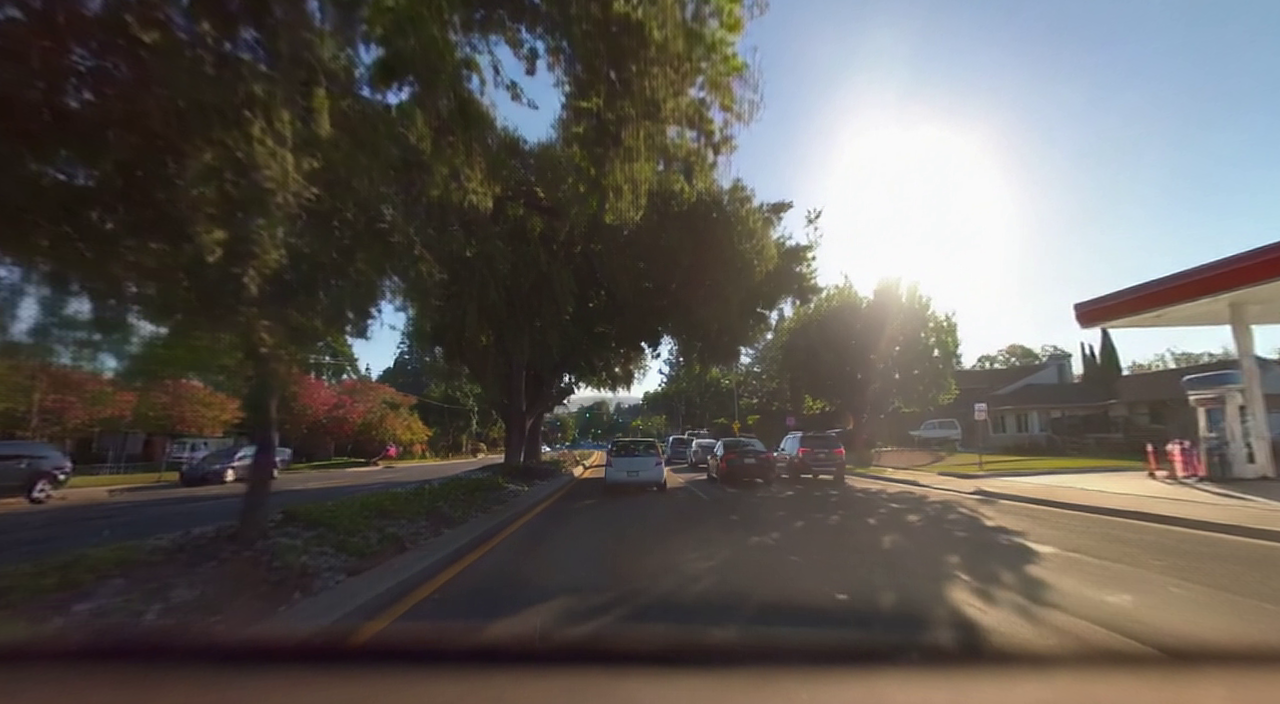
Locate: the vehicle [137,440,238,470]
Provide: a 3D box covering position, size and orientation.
[{"bbox_3d":[-28.163,6.401,39.447,4.699,1.775,2.007,0,-9,1],"label":"vehicle"}]

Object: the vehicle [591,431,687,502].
[{"bbox_3d":[-0.012,2.730,15.384,2.052,1.488,3.779,0,-8,0],"label":"vehicle"}]

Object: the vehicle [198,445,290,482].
[{"bbox_3d":[-19.320,5.430,31.077,1.903,1.706,3.994,0,-8,0],"label":"vehicle"}]

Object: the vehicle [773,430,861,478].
[{"bbox_3d":[7.136,4.182,26.129,2.117,1.757,4.969,0,-8,-1],"label":"vehicle"}]

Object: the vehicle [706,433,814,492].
[{"bbox_3d":[3.296,3.162,18.432,2.124,1.476,4.730,0,-8,-1],"label":"vehicle"}]
